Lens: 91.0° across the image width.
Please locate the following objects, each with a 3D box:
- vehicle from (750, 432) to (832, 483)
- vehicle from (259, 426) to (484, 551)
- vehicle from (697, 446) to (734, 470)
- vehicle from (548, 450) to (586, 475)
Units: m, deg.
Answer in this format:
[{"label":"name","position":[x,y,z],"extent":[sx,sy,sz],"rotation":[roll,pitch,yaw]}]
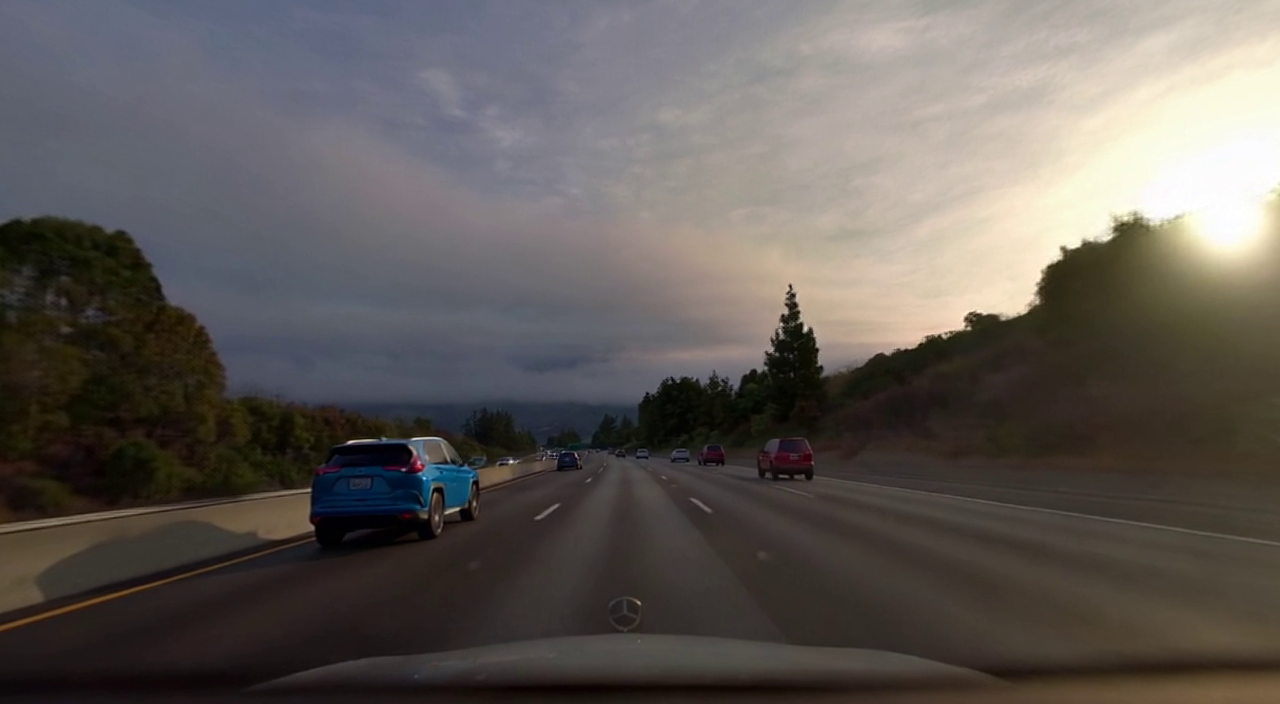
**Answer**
[{"label":"vehicle","position":[6.782,4.822,29.032],"extent":[2.378,2.096,5.119],"rotation":[0,-9,-1]},{"label":"vehicle","position":[-4.328,2.257,11.092],"extent":[2.079,1.745,4.281],"rotation":[0,-9,0]},{"label":"vehicle","position":[5.829,8.225,49.042],"extent":[2.107,1.732,4.527],"rotation":[0,-9,-3]},{"label":"vehicle","position":[-4.577,6.994,40.049],"extent":[2.009,1.488,4.289],"rotation":[0,-9,-2]}]
